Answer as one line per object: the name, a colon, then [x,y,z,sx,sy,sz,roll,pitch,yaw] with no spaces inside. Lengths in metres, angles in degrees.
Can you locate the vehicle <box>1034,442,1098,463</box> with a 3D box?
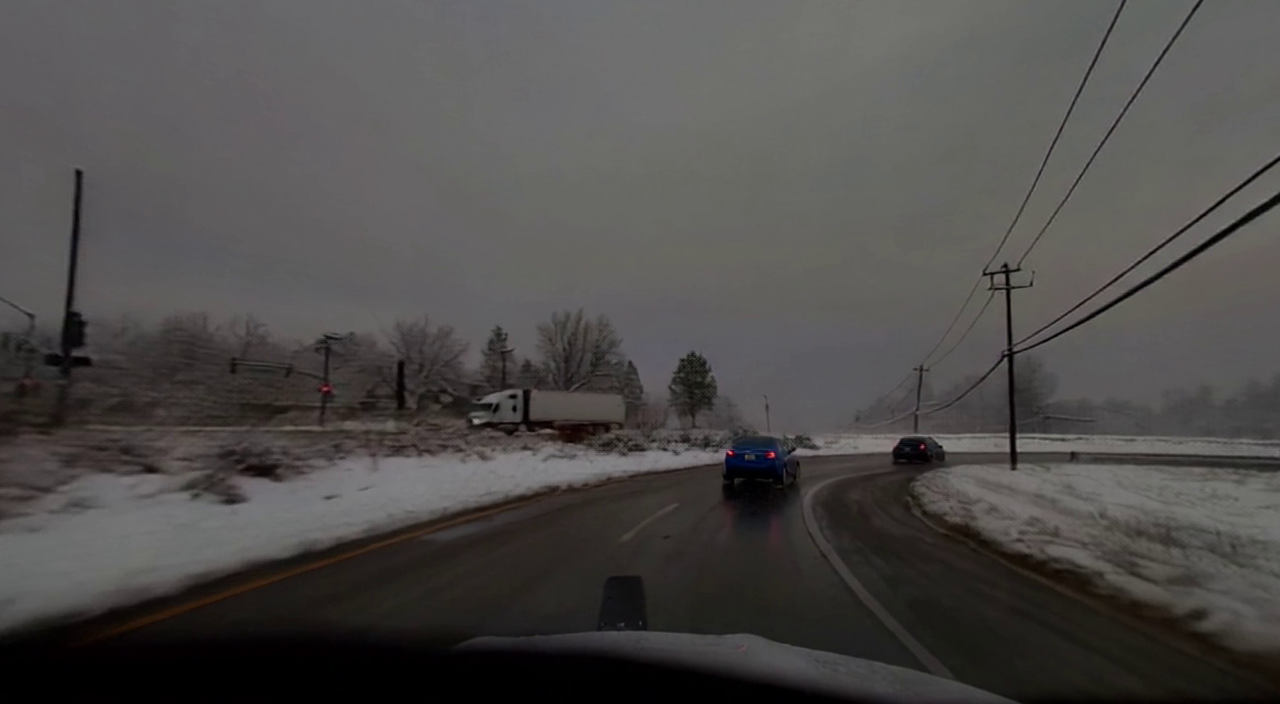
vehicle: [31.655,7.436,46.834,4.102,1.552,1.931,4,-9,-23]

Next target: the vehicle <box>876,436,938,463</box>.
vehicle: [15.805,5.723,37.213,1.836,1.465,4.307,-8,-12,44]

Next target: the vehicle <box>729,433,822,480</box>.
vehicle: [4.704,3.501,21.470,2.026,1.407,4.374,-4,-9,26]
